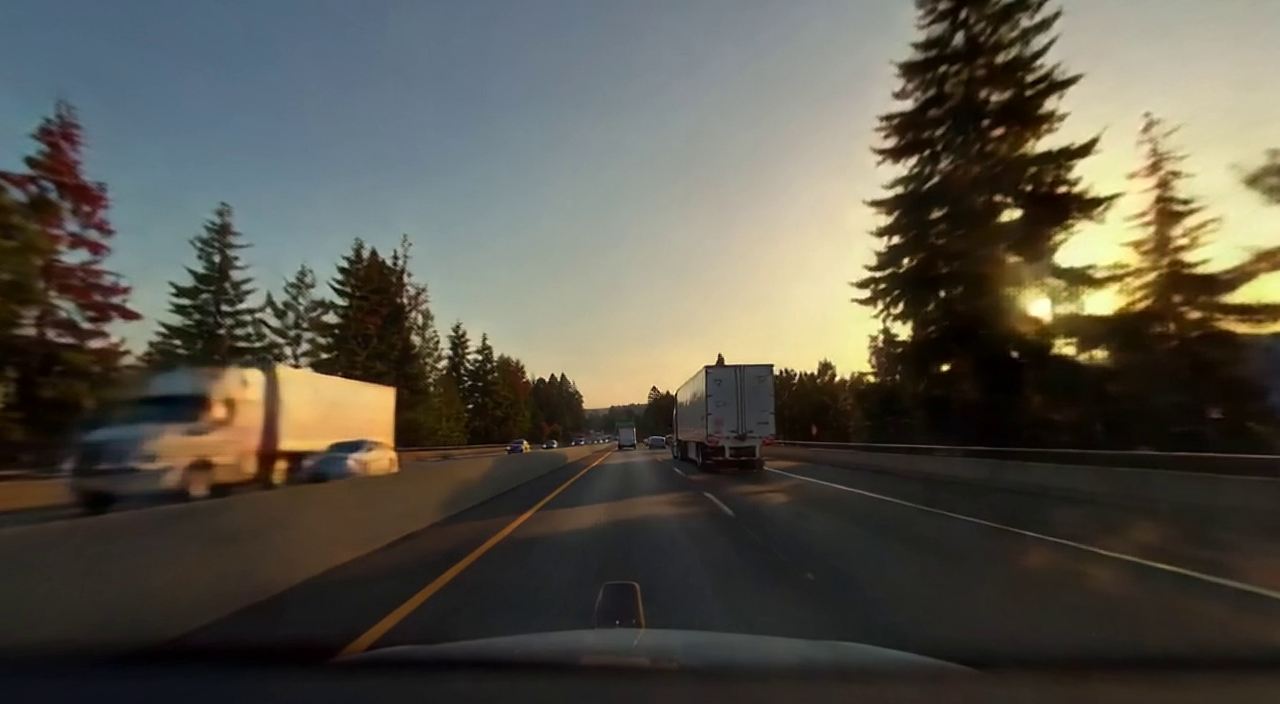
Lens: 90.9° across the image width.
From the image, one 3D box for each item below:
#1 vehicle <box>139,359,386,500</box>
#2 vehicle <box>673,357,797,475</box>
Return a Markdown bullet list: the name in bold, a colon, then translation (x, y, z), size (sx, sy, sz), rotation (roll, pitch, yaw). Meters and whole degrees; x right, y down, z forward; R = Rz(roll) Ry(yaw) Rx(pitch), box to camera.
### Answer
- **vehicle**: translation (-12.849, 2.883, 23.179), size (2.952, 4.048, 10.005), rotation (0, -8, -1)
- **vehicle**: translation (3.560, 3.070, 28.205), size (3.038, 3.975, 13.887), rotation (0, -8, -1)
